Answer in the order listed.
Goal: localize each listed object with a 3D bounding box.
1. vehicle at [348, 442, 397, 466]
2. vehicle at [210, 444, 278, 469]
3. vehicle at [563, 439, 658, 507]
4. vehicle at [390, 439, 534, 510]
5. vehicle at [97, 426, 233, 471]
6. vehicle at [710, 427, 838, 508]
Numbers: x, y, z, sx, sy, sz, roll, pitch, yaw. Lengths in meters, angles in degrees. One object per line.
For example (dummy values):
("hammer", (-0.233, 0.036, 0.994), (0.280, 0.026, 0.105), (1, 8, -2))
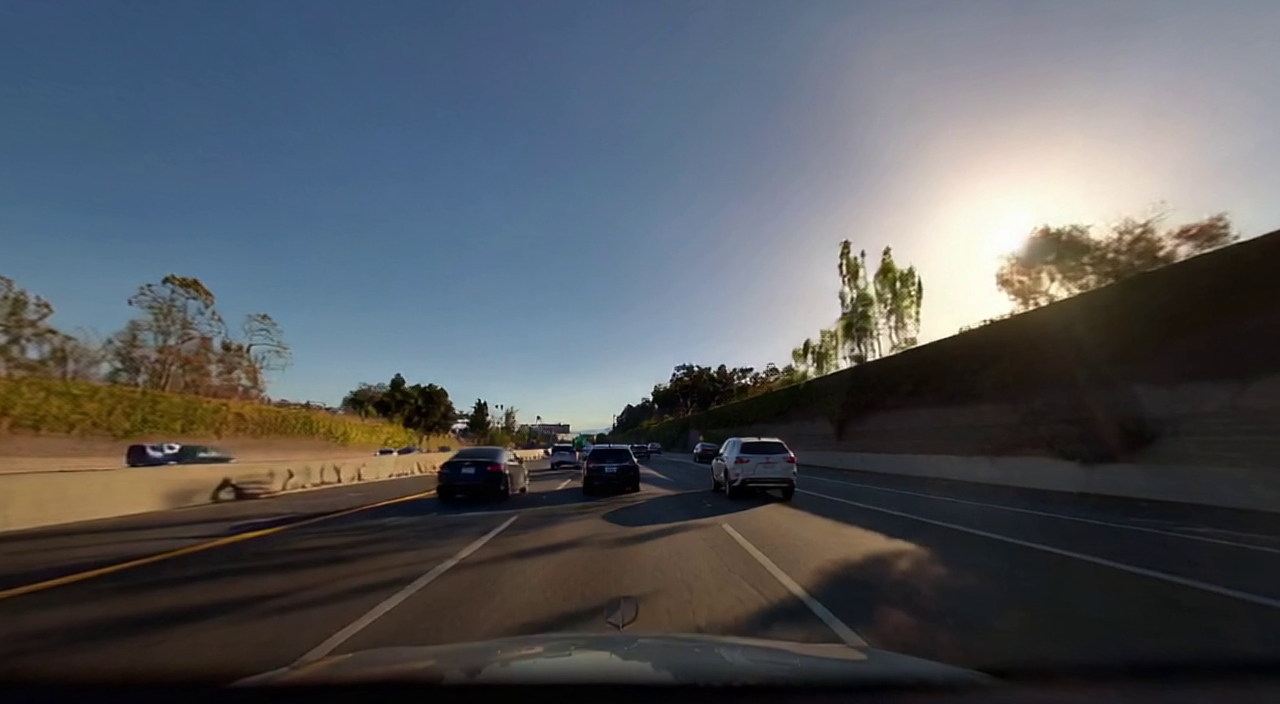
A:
("vehicle", (-20.027, 7.632, 47.519), (1.942, 1.713, 4.195), (0, -9, -2))
("vehicle", (-26.861, 7.098, 43.067), (1.847, 1.607, 4.463), (0, -9, -2))
("vehicle", (-0.694, 2.965, 15.981), (2.098, 1.475, 3.997), (0, -9, -1))
("vehicle", (-4.331, 3.070, 16.491), (2.214, 1.512, 5.389), (0, -9, 0))
("vehicle", (-33.724, 6.949, 45.535), (2.827, 2.862, 9.463), (0, -9, -3))
("vehicle", (3.263, 2.936, 16.552), (2.162, 1.800, 4.693), (0, -9, -2))
